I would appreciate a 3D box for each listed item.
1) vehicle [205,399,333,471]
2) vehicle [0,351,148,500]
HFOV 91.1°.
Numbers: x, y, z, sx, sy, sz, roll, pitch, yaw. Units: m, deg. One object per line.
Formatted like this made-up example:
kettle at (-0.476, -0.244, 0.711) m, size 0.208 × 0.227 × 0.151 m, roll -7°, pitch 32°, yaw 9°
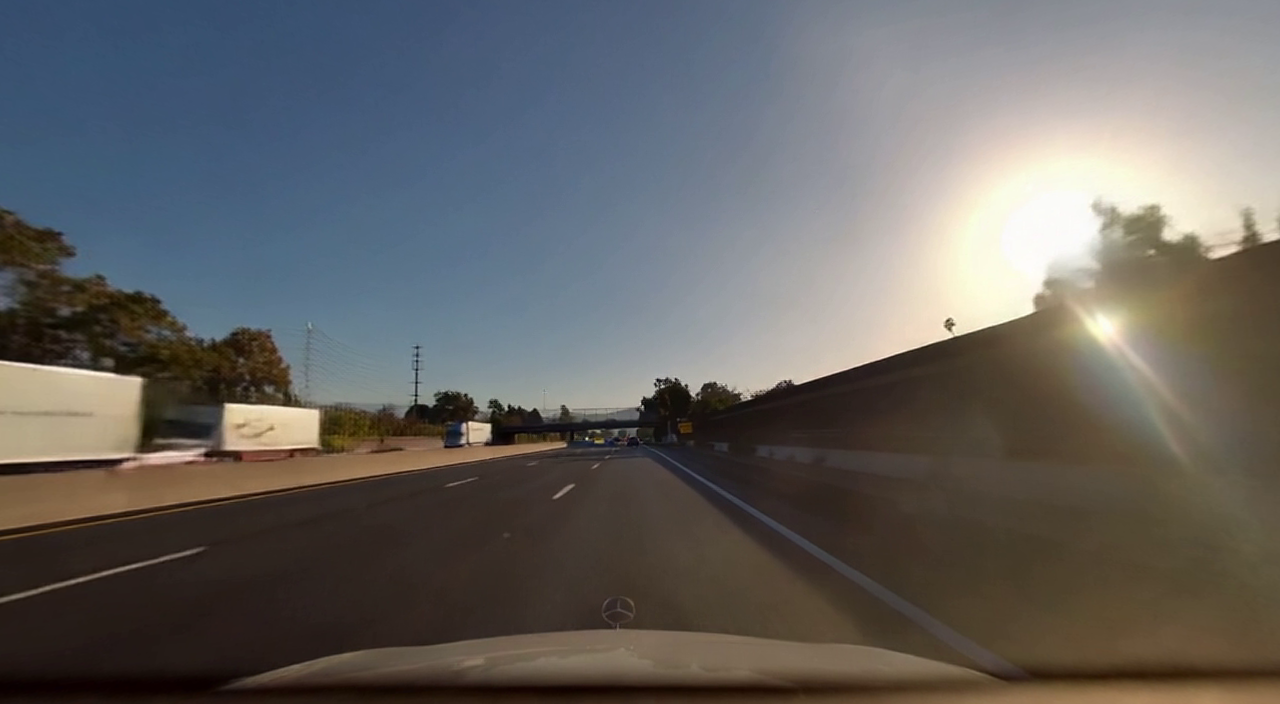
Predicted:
vehicle at (-23.642, 5.421, 40.845) m, size 3.000 × 4.126 × 8.473 m, roll 0°, pitch -8°, yaw 0°
vehicle at (-19.182, 1.740, 15.202) m, size 3.420 × 4.048 × 14.183 m, roll 0°, pitch -8°, yaw -1°
